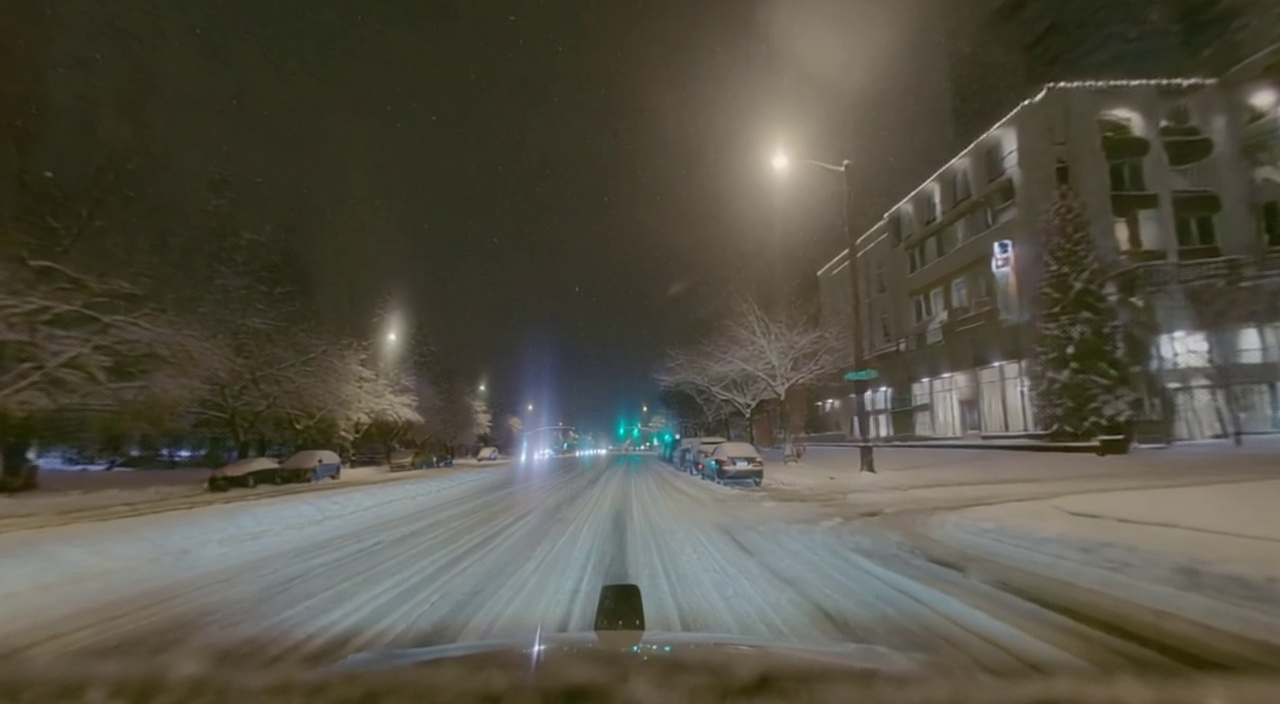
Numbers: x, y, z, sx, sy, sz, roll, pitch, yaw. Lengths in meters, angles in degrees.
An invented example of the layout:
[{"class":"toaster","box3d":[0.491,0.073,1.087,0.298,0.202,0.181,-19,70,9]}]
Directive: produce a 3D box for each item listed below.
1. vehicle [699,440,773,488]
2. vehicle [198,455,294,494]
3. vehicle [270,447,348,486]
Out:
[{"class":"vehicle","box3d":[3.252,3.886,22.248,1.924,1.492,4.587,0,-8,0]},{"class":"vehicle","box3d":[-18.389,5.718,29.787,1.791,1.461,4.496,-4,-8,-2]},{"class":"vehicle","box3d":[-18.269,6.285,35.173,2.007,1.806,4.707,-4,-8,-2]}]
